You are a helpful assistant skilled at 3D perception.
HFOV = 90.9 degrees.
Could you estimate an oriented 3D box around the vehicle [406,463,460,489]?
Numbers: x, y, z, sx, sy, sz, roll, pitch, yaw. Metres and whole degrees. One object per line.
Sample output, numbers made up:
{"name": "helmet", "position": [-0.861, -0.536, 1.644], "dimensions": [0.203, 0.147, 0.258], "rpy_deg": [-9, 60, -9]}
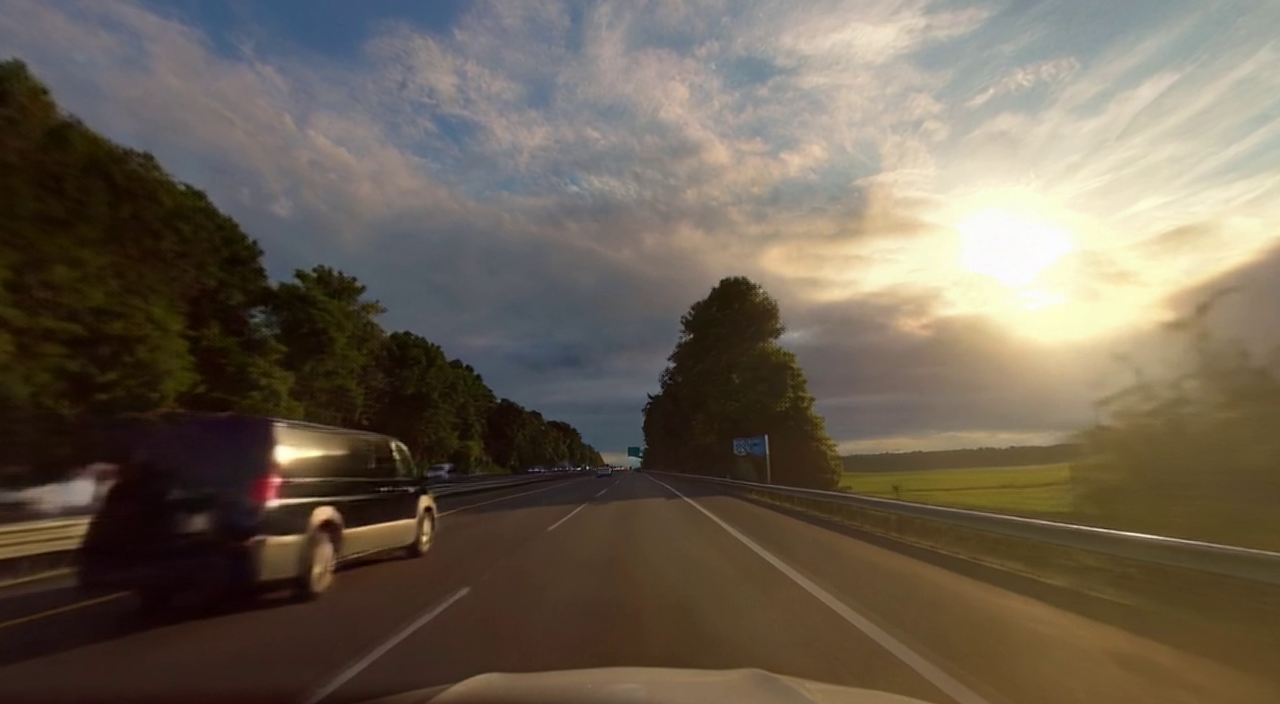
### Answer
{"name": "vehicle", "position": [-12.850, 7.723, 39.386], "dimensions": [2.001, 1.509, 4.071], "rpy_deg": [1, -11, 0]}

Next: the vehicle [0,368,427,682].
{"name": "vehicle", "position": [-3.946, 1.425, 6.099], "dimensions": [2.100, 1.824, 4.634], "rpy_deg": [1, -11, 0]}
